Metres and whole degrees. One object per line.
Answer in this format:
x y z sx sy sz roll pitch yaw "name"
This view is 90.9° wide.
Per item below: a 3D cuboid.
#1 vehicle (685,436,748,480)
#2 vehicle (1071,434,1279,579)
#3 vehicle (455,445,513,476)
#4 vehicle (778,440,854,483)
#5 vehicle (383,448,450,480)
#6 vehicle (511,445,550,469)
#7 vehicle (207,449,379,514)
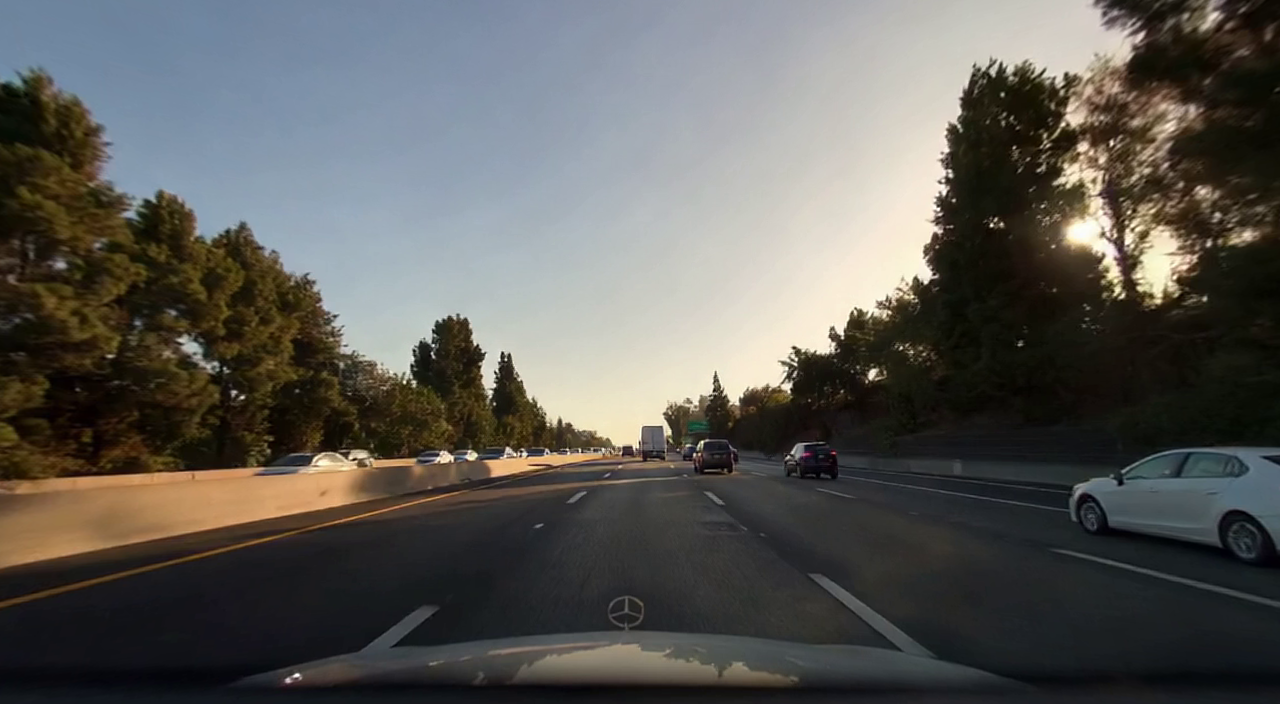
3.482 4.937 29.678 2.209 1.862 4.717 0 -8 -1 "vehicle"
7.668 1.706 7.221 2.022 1.488 4.817 0 -8 -1 "vehicle"
-8.440 5.882 34.495 1.963 1.571 4.318 0 -8 2 "vehicle"
7.512 4.675 27.339 1.976 1.703 4.288 0 -8 -1 "vehicle"
-12.176 6.102 34.663 1.930 1.549 4.442 0 -8 2 "vehicle"
-7.800 7.512 45.305 1.997 1.600 4.277 0 -8 1 "vehicle"
-8.826 3.286 16.573 1.955 1.448 4.351 0 -8 1 "vehicle"
